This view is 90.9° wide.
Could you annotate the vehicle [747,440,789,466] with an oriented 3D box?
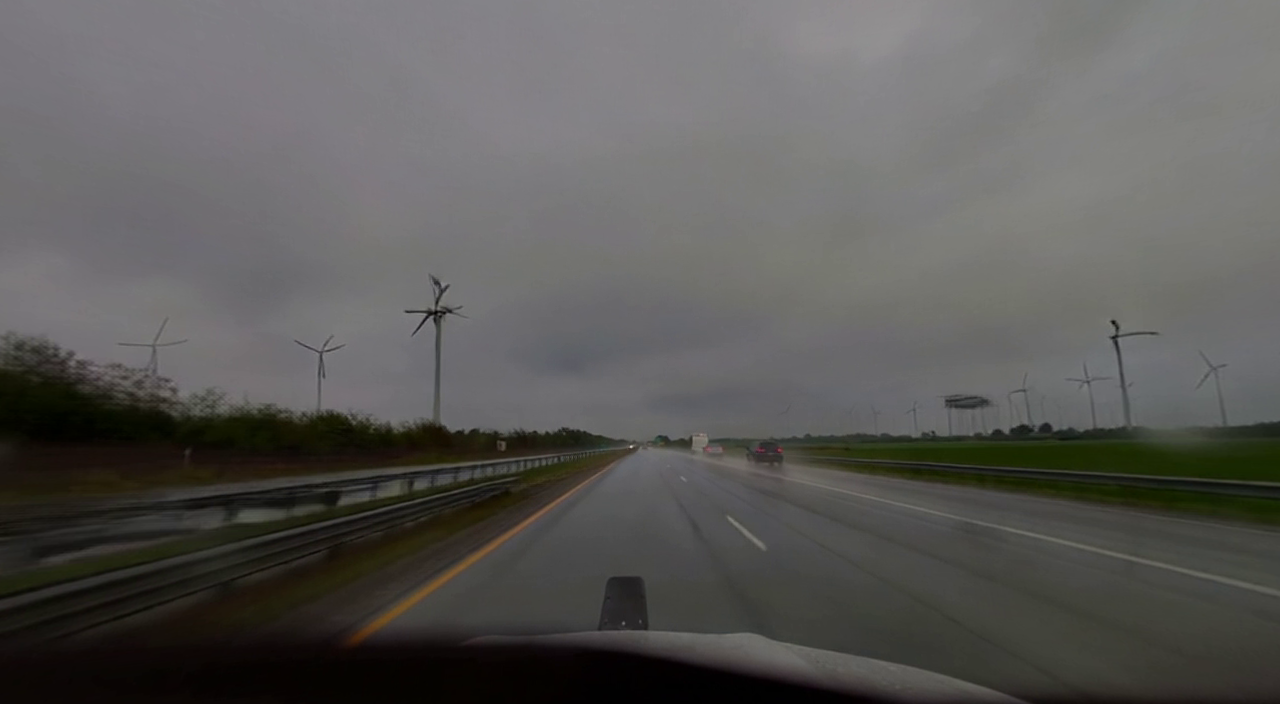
[{"bbox_3d":[8.791,7.006,43.702,1.897,1.669,4.825,1,-9,0],"label":"vehicle"}]
